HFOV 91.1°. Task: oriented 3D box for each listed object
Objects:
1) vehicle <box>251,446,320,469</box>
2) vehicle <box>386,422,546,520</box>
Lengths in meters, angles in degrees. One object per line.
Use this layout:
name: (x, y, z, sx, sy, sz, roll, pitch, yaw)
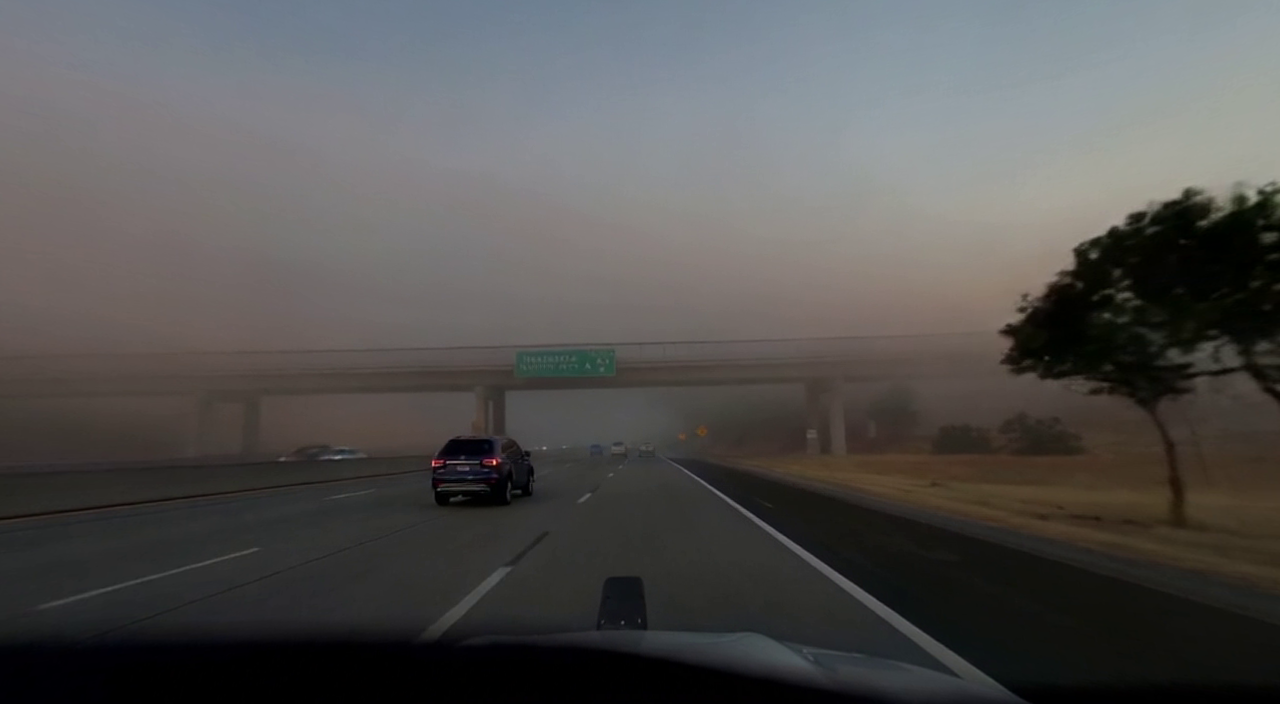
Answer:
vehicle: (-22.877, 6.803, 40.711, 1.840, 1.425, 4.316, 0, -8, 1)
vehicle: (-3.385, 2.411, 13.231, 2.048, 1.705, 4.384, 0, -8, 1)
